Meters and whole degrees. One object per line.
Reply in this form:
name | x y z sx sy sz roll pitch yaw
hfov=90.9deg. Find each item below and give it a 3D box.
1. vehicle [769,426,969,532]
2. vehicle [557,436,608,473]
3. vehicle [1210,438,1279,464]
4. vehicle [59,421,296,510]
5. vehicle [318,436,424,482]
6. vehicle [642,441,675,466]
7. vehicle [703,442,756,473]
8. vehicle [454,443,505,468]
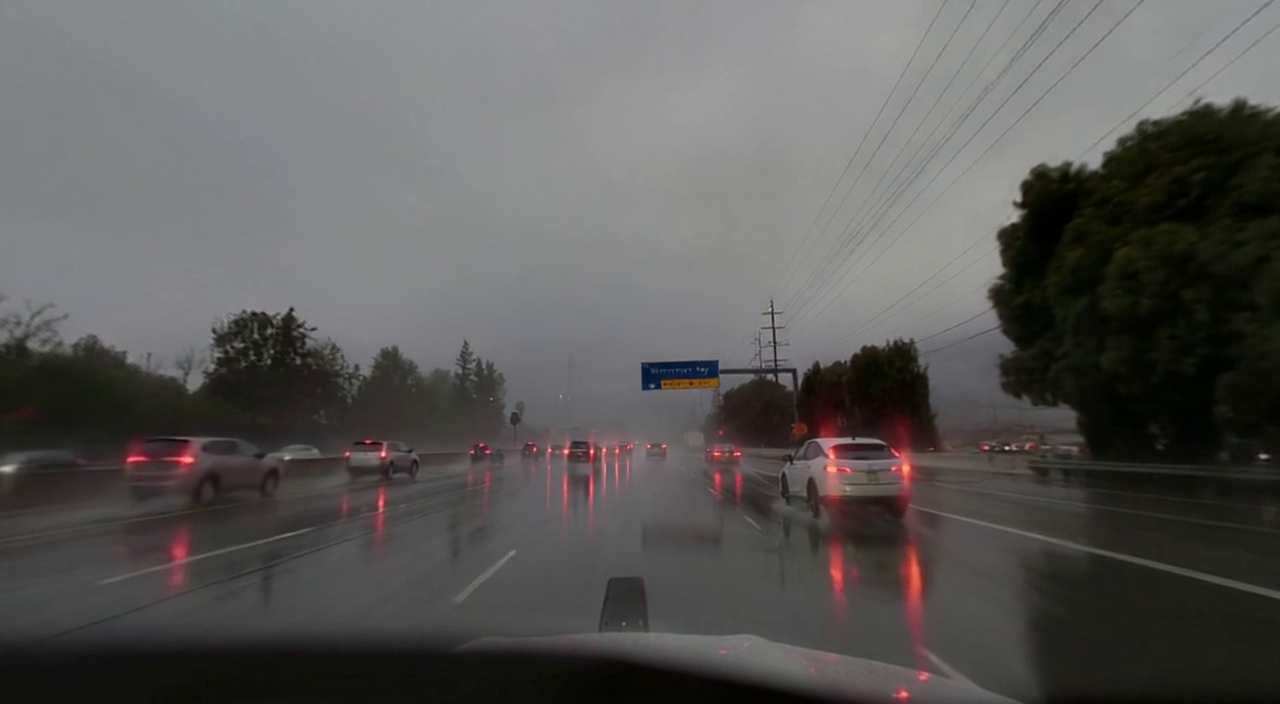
vehicle | 3.916 2.235 11.757 2.036 1.580 4.360 0 -8 -1
vehicle | -2.949 5.397 33.367 2.133 1.775 4.530 0 -8 1
vehicle | 36.432 5.830 37.258 3.835 1.440 1.678 0 -8 -1
vehicle | -10.716 2.656 15.230 2.083 1.776 4.721 0 -8 1
vehicle | -10.635 4.252 25.388 2.137 1.690 4.630 0 -8 1
vehicle | 1.234 7.012 43.779 2.220 1.575 4.332 0 -8 0
vehicle | 4.530 5.410 32.725 2.022 1.472 4.678 0 -8 0
vehicle | -10.268 6.635 40.705 1.926 1.479 4.688 0 -8 1
